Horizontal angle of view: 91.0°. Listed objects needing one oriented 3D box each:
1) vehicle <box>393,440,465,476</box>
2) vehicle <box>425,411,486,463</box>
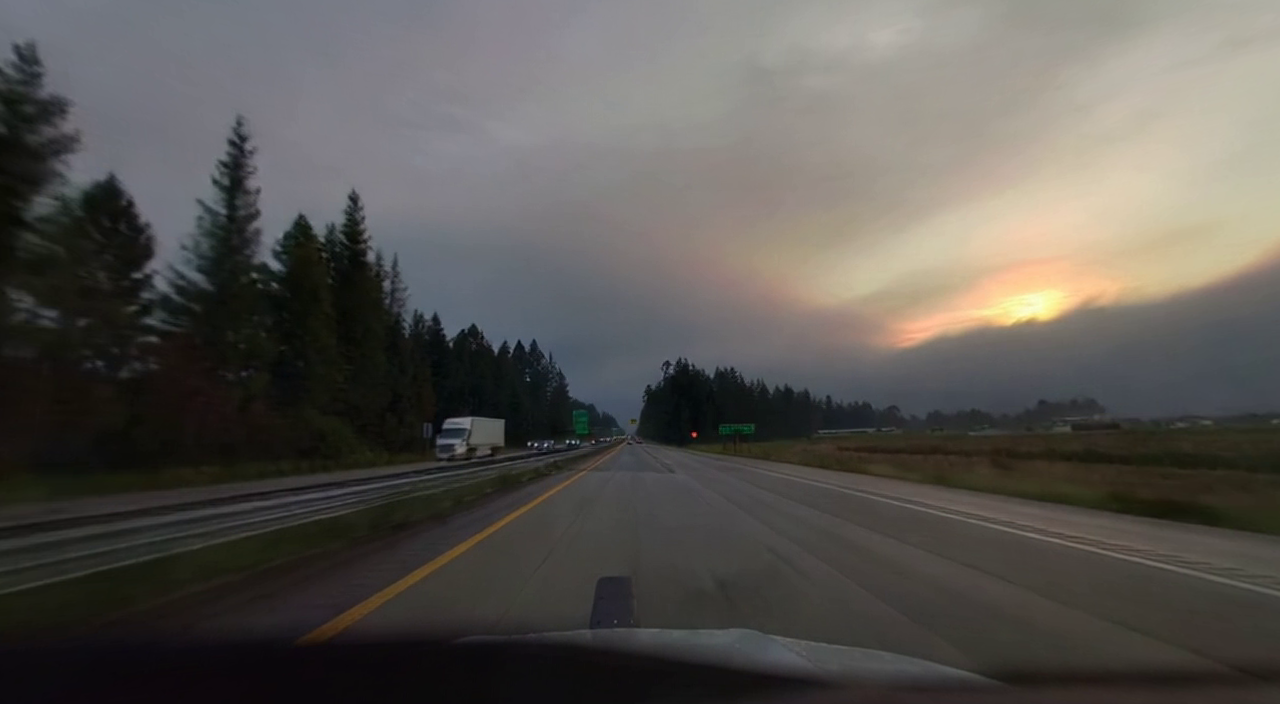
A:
[{"bbox_3d":[-9.716,4.903,29.299,2.050,1.530,3.894,0,-8,-1],"label":"vehicle"},{"bbox_3d":[-14.260,6.681,49.241,3.005,3.778,5.807,0,-8,-1],"label":"vehicle"}]
